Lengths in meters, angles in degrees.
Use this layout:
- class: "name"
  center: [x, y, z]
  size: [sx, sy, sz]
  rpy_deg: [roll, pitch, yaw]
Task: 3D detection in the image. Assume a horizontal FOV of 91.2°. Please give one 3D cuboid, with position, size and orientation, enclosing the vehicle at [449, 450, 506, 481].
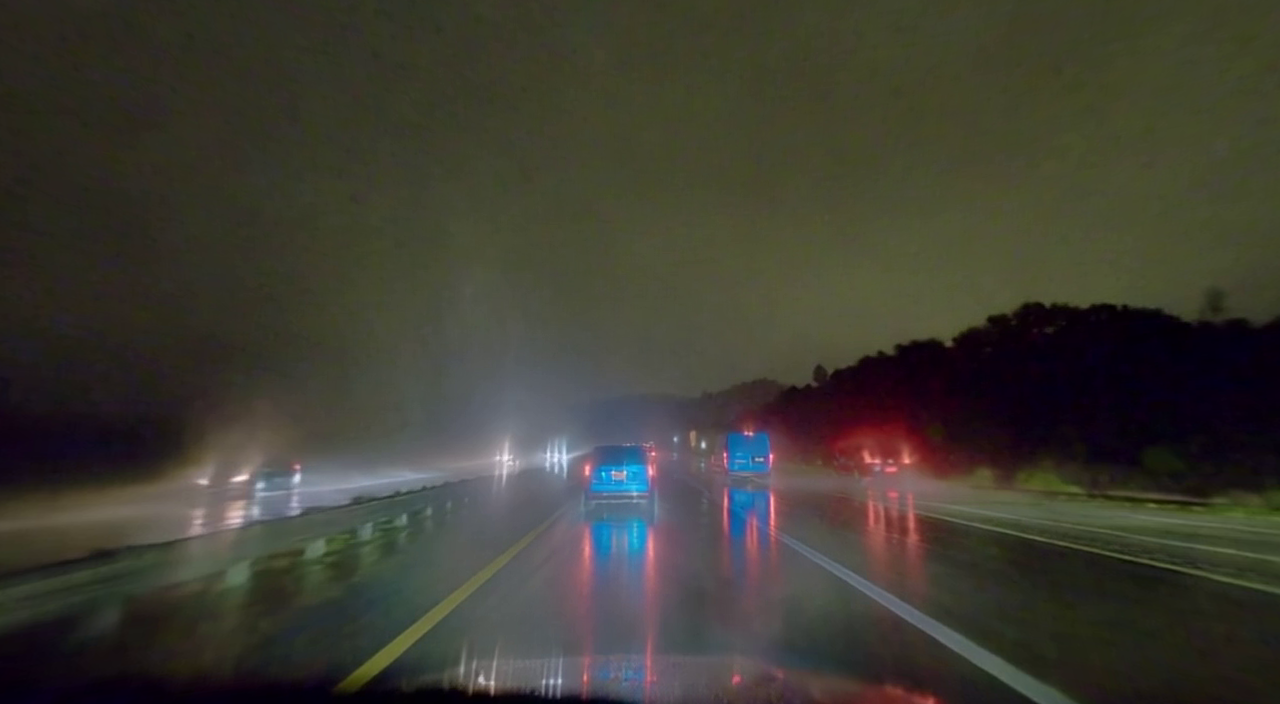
- class: "vehicle"
  center: [-8.466, 5.926, 32.971]
  size: [1.867, 1.515, 4.107]
  rpy_deg: [0, -9, 0]

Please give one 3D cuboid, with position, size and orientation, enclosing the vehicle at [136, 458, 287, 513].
- class: "vehicle"
  center: [-13.666, 4.237, 20.369]
  size: [1.910, 1.517, 4.274]
  rpy_deg: [0, -9, -1]

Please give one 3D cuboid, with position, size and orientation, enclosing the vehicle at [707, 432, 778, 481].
- class: "vehicle"
  center: [4.396, 4.605, 27.771]
  size: [2.261, 1.952, 4.784]
  rpy_deg: [0, -9, -1]

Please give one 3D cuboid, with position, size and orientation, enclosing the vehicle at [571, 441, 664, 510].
- class: "vehicle"
  center: [-0.494, 3.001, 15.639]
  size: [2.029, 1.483, 3.769]
  rpy_deg: [0, -9, 0]
